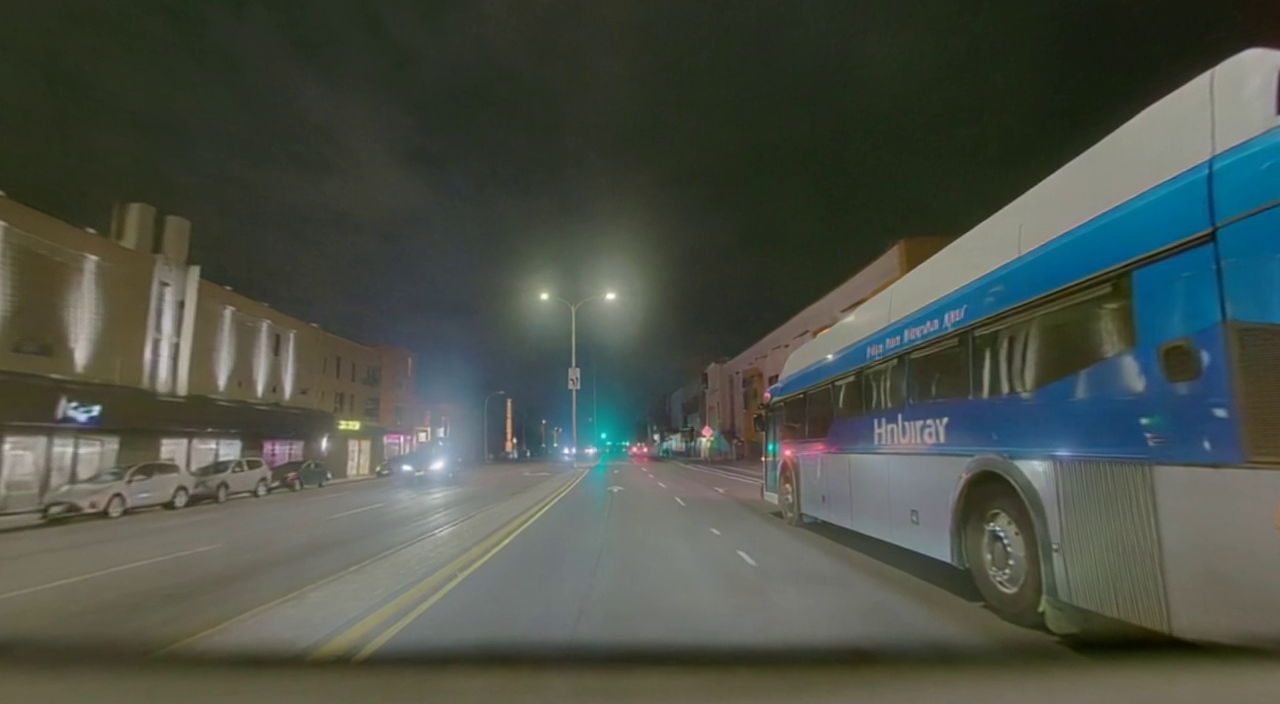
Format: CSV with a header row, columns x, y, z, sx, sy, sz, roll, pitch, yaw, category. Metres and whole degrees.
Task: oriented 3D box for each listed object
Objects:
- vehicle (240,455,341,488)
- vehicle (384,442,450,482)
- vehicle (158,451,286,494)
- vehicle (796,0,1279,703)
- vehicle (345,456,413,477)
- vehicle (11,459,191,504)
x,y,z,sx,sy,sz,roll,pitch,yaw,category
-18.703,6.394,33.977,4.246,1.612,1.914,1,-9,-8,vehicle
-12.277,6.057,35.124,2.084,2.027,4.557,0,-9,-1,vehicle
-18.640,5.372,28.327,4.392,1.800,1.902,-1,-9,3,vehicle
4.304,0.300,4.494,3.194,3.345,12.428,0,-9,0,vehicle
-20.499,8.988,49.686,4.522,1.469,1.840,0,-9,-5,vehicle
-19.771,4.746,23.414,4.592,1.474,1.880,2,-9,-15,vehicle
